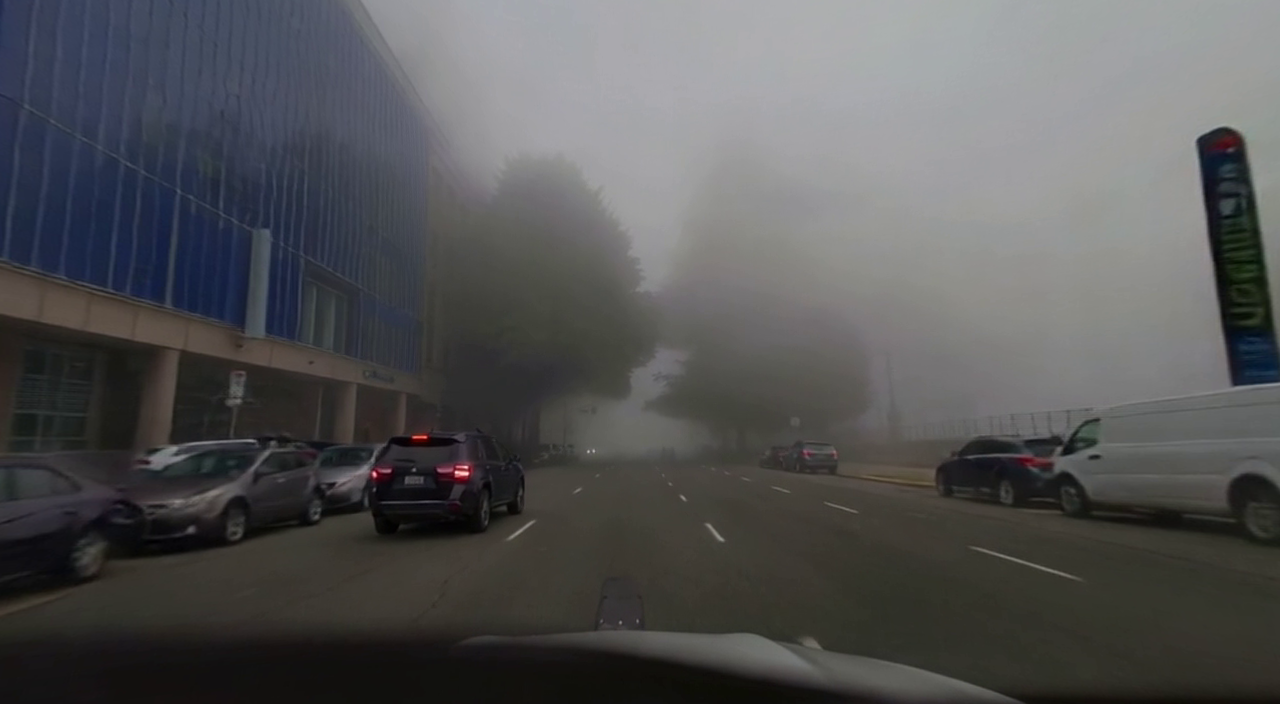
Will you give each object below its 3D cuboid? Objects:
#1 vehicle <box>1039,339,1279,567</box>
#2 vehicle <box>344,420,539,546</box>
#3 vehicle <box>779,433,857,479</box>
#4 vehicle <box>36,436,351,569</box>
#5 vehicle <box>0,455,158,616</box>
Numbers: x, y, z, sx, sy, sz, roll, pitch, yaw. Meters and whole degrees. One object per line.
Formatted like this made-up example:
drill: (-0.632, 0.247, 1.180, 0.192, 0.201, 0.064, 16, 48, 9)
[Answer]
vehicle: (9.114, 1.519, 9.626, 2.285, 2.778, 5.847, -1, -9, 2)
vehicle: (-3.181, 2.204, 11.244, 2.002, 1.756, 4.366, -1, -9, 1)
vehicle: (9.050, 5.375, 32.753, 2.249, 2.117, 5.743, -1, -9, 0)
vehicle: (-7.066, 2.373, 10.910, 1.860, 1.723, 4.950, -1, -9, -1)
vehicle: (-6.902, 1.698, 5.623, 1.806, 1.466, 4.373, -1, -9, -1)
